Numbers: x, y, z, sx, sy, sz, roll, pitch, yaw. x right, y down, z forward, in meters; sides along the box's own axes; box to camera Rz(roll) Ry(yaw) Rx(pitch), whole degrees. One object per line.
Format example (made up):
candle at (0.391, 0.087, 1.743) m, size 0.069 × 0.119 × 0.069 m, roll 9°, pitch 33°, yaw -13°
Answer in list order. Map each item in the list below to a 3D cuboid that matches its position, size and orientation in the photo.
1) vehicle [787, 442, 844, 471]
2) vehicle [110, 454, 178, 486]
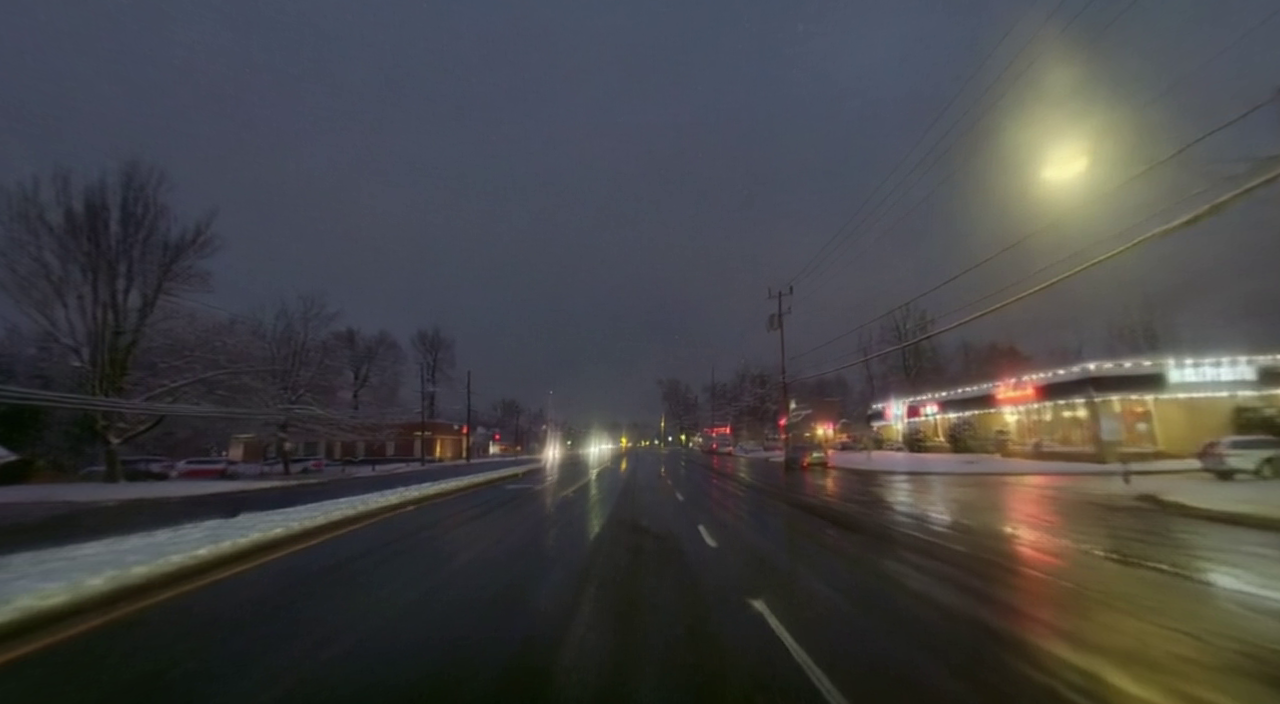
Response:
vehicle at (10.116, 6.067, 36.780) m, size 1.886 × 1.556 × 4.513 m, roll 0°, pitch -8°, yaw -2°
vehicle at (-34.923, 8.359, 44.673) m, size 2.341 × 2.080 × 5.408 m, roll 4°, pitch -12°, yaw -23°
